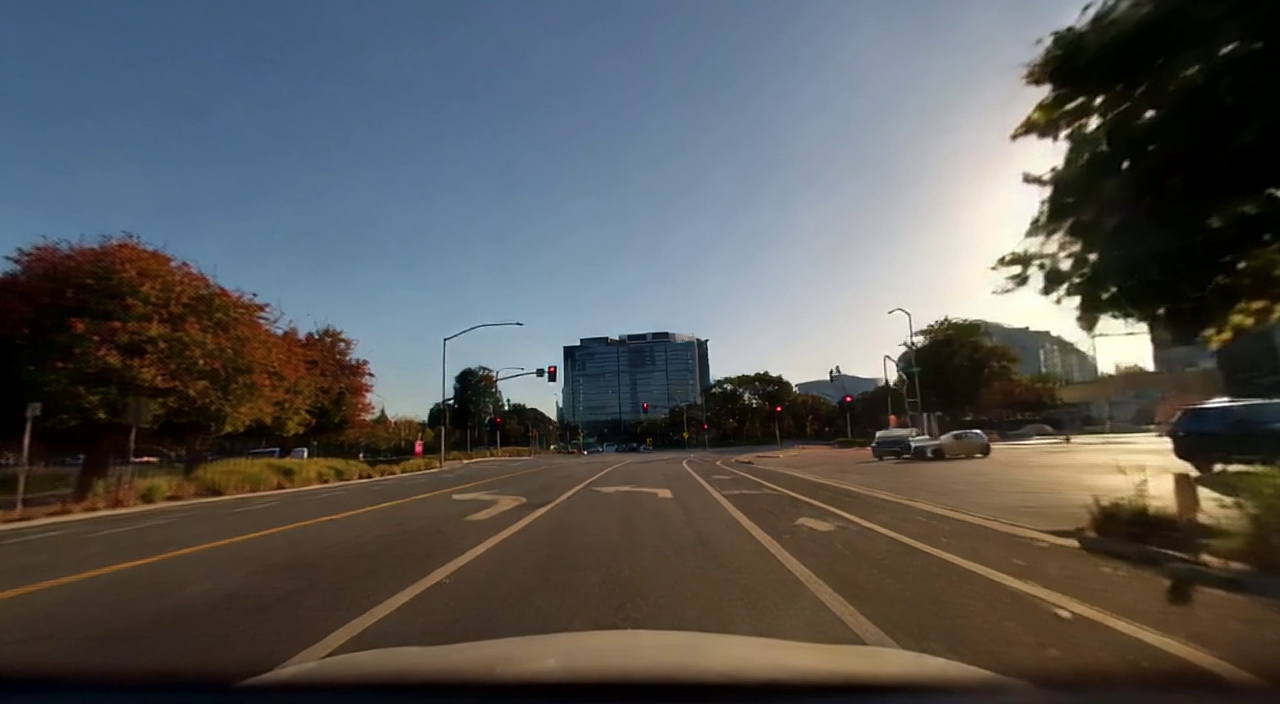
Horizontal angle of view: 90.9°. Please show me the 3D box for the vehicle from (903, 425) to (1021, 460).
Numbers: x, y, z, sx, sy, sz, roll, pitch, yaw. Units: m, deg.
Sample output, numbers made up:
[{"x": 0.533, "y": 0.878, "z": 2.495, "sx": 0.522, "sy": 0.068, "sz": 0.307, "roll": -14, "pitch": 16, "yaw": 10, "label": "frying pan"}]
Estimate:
[{"x": 14.196, "y": 4.016, "z": 27.956, "sx": 4.167, "sy": 1.476, "sz": 1.871, "roll": 0, "pitch": -8, "yaw": 0, "label": "vehicle"}]

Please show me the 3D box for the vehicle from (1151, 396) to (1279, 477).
[{"x": 14.063, "y": 1.834, "z": 13.583, "sx": 4.358, "sy": 1.625, "sz": 1.842, "roll": 0, "pitch": -8, "yaw": 3, "label": "vehicle"}]
